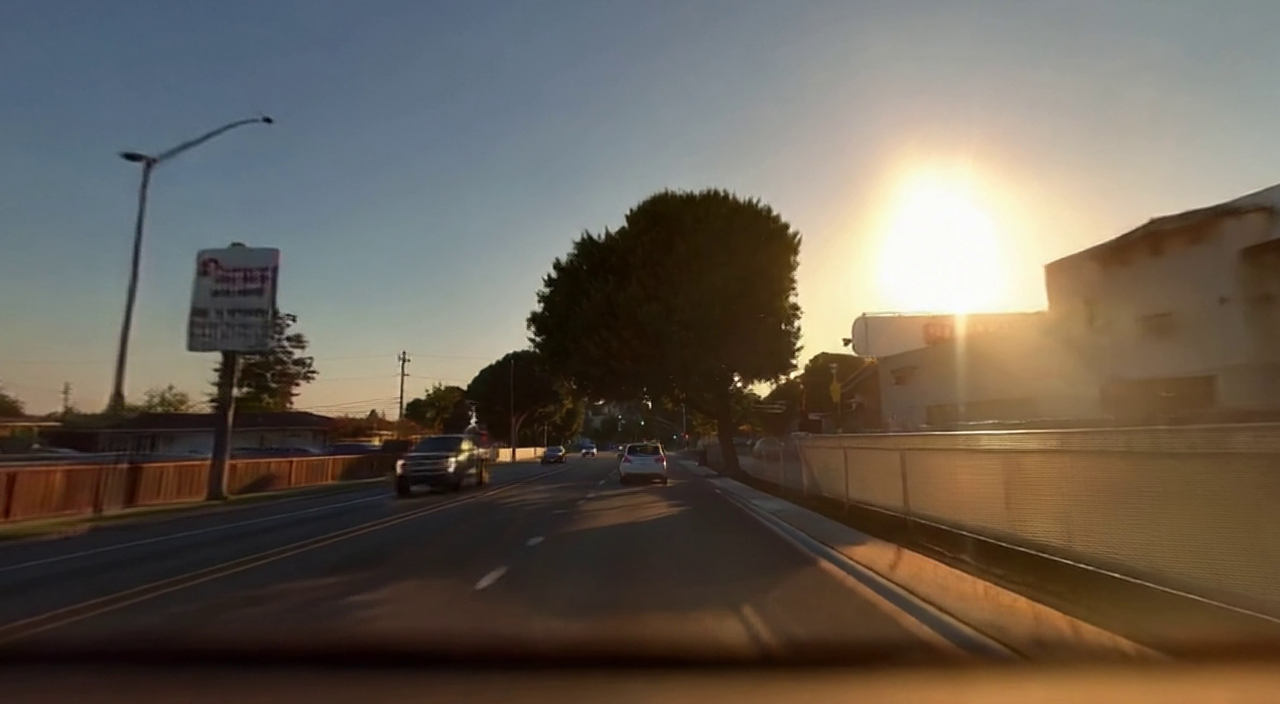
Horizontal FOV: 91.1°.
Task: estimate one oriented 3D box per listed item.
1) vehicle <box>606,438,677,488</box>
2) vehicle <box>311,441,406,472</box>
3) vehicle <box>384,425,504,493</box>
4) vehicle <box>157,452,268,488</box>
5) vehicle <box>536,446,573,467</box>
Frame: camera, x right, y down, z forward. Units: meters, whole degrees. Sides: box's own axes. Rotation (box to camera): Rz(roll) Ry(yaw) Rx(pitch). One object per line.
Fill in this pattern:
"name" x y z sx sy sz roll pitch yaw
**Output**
"vehicle" 0.043 3.691 21.243 2.144 1.514 4.063 0 -9 0
"vehicle" -18.077 6.736 40.459 5.085 1.906 2.153 0 -9 2
"vehicle" -6.804 3.799 22.648 2.340 2.103 5.526 0 -9 2
"vehicle" -20.370 5.593 29.951 4.332 1.560 1.841 -2 -9 15
"vehicle" -6.241 7.679 46.374 1.985 1.505 4.143 0 -9 3
